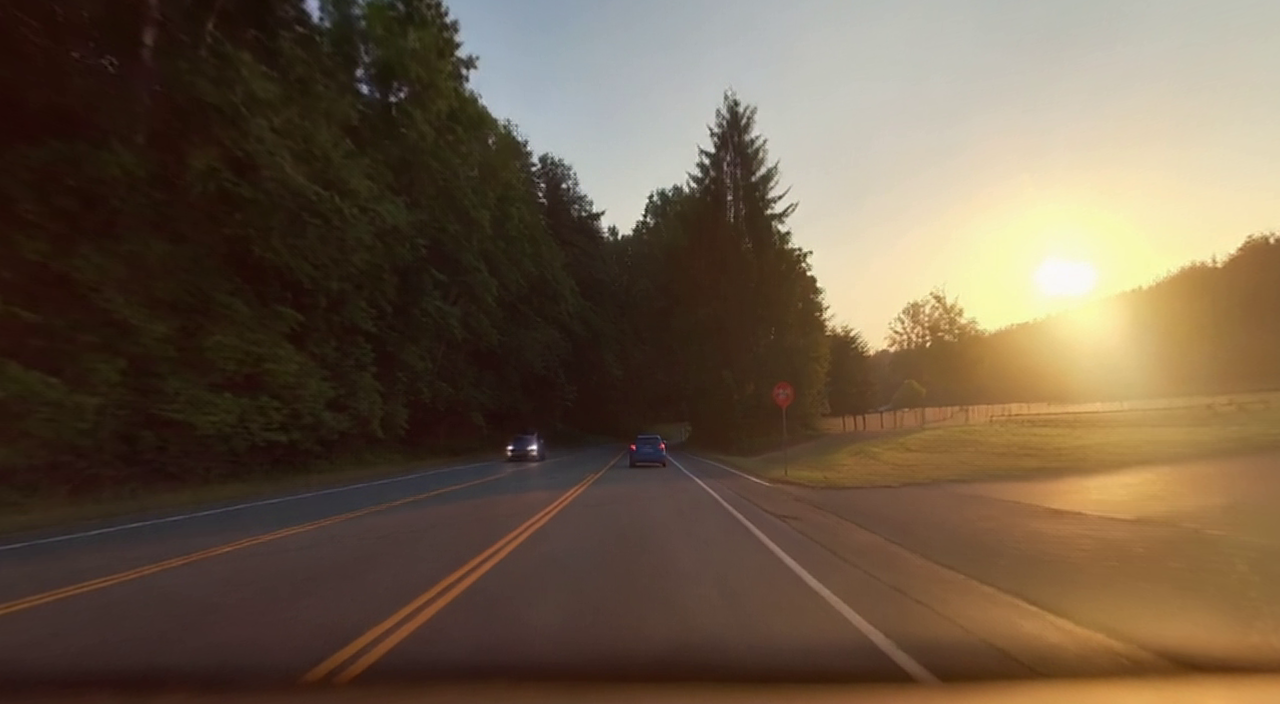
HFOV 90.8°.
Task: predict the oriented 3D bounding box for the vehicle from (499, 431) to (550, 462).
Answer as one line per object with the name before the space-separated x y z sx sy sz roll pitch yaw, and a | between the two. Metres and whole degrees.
vehicle | -6.920 5.740 38.395 2.185 1.713 4.365 0 -8 1

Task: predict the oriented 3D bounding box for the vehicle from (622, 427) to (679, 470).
vehicle | 0.455 4.207 27.636 2.294 1.708 4.110 0 -8 1
